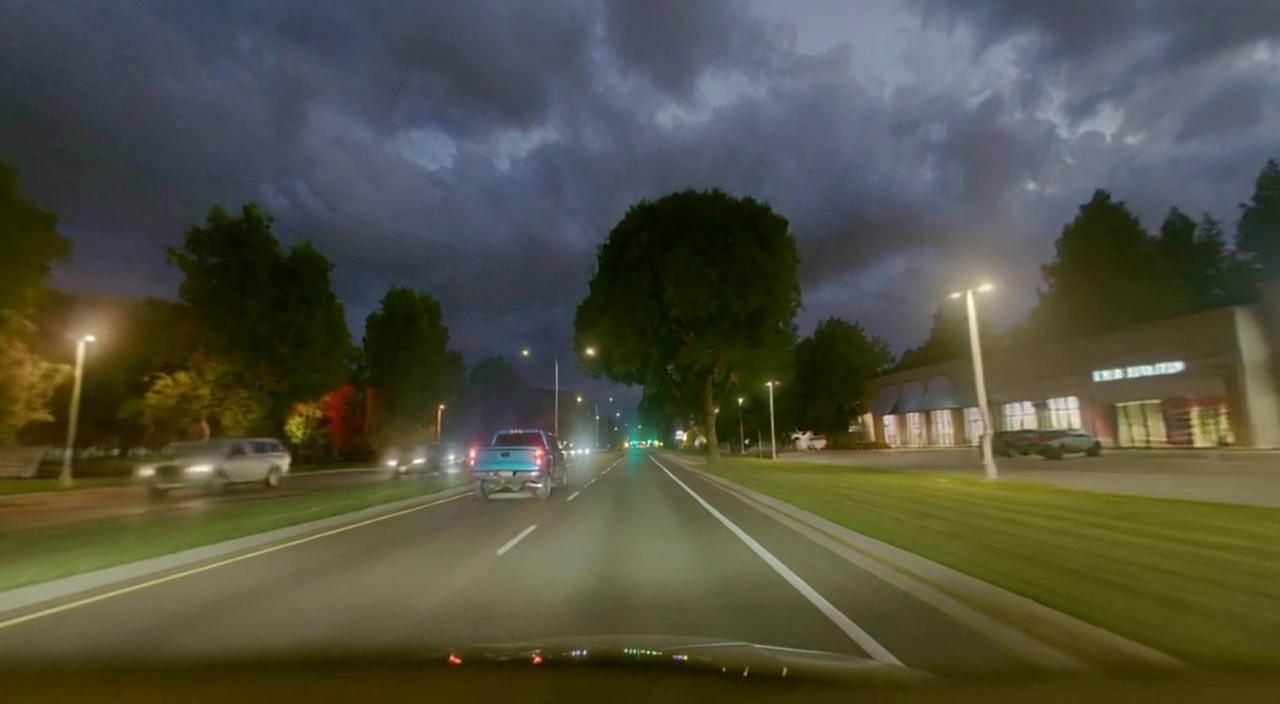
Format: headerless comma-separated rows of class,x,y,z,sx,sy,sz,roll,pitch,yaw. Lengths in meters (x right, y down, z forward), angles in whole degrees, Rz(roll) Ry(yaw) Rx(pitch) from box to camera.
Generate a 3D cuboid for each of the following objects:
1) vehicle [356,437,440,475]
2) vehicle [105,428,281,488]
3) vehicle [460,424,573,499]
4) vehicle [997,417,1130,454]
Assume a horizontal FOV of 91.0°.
vehicle,-11.457,4.948,30.199,1.988,1.687,5.001,0,-8,0
vehicle,-16.448,3.924,23.720,2.226,1.947,5.670,-1,-8,4
vehicle,-3.262,3.036,17.866,2.065,1.790,5.417,0,-8,1
vehicle,26.055,5.184,38.886,6.324,1.986,2.478,-2,-9,0
